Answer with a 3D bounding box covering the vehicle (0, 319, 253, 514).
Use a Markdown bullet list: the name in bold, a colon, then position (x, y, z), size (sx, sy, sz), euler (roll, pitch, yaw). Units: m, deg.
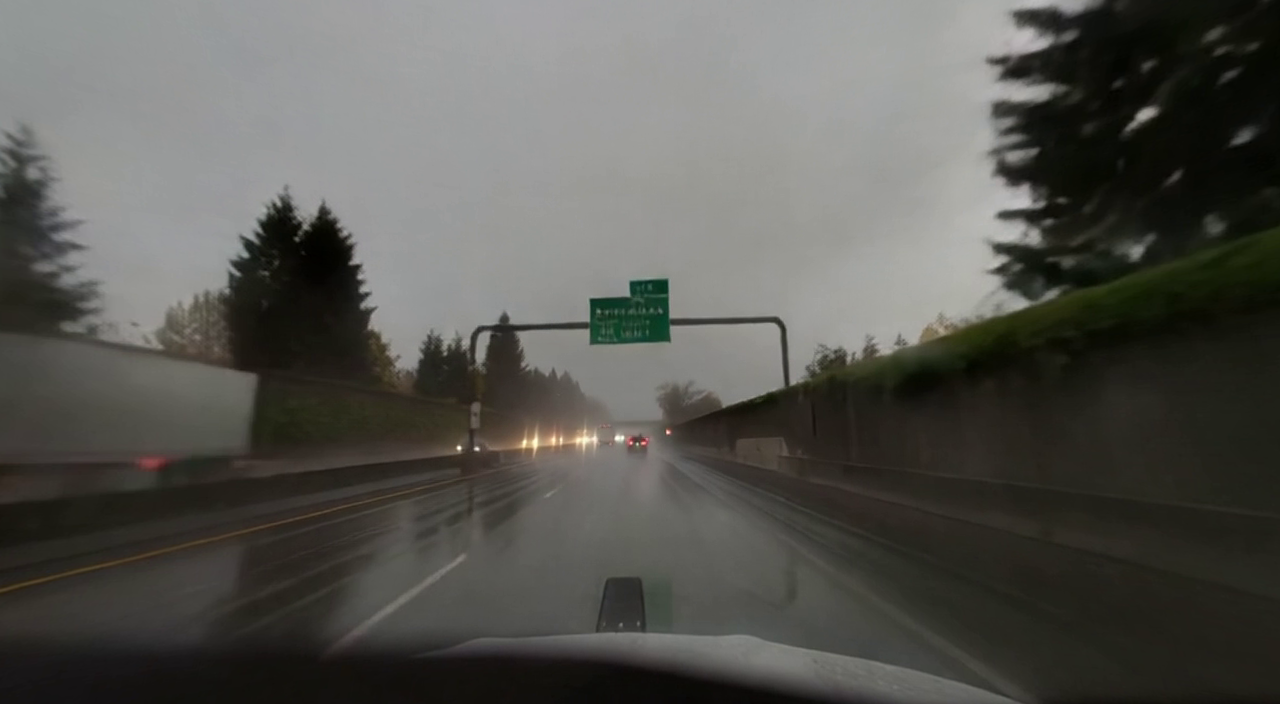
- **vehicle**: position (-14.468, 1.651, 15.281), size (2.855, 3.907, 11.604), euler (1, -8, -1)
